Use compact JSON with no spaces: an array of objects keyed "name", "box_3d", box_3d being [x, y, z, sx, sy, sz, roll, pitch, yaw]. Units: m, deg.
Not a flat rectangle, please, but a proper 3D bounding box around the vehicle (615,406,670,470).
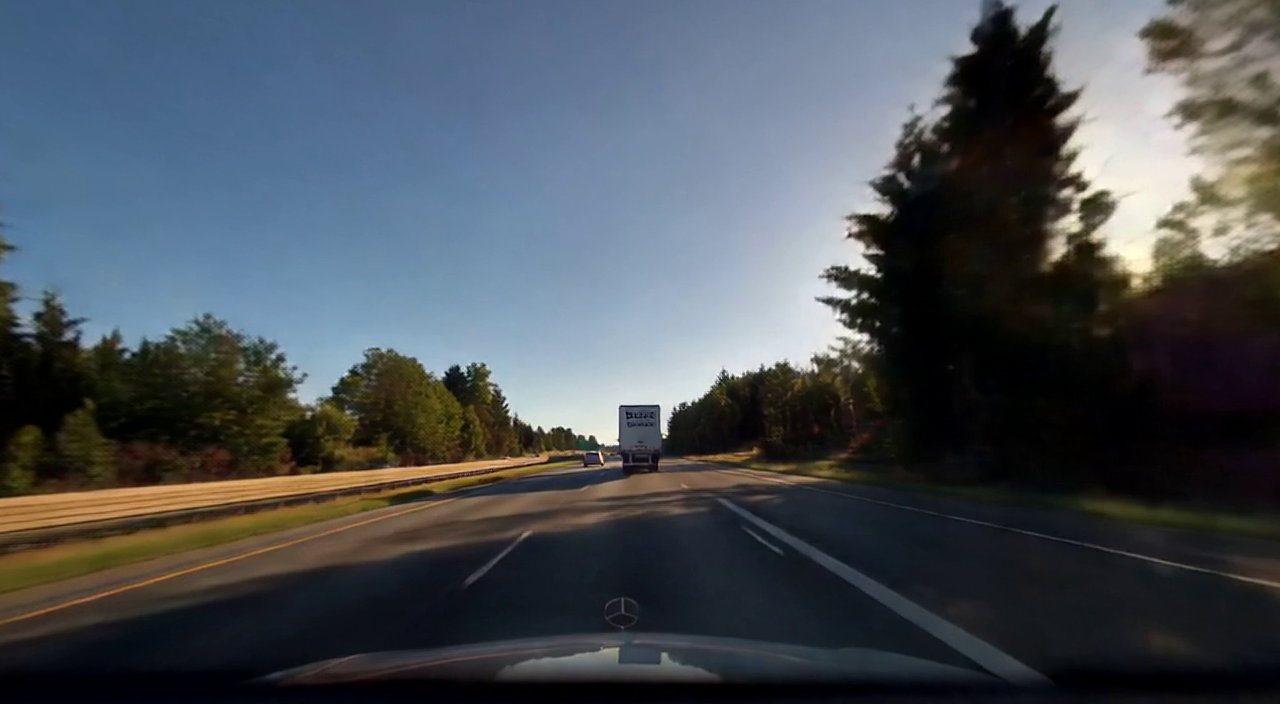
[{"name":"vehicle","box_3d":[0.143,6.840,48.949,3.537,4.071,17.399,0,-9,0]}]
